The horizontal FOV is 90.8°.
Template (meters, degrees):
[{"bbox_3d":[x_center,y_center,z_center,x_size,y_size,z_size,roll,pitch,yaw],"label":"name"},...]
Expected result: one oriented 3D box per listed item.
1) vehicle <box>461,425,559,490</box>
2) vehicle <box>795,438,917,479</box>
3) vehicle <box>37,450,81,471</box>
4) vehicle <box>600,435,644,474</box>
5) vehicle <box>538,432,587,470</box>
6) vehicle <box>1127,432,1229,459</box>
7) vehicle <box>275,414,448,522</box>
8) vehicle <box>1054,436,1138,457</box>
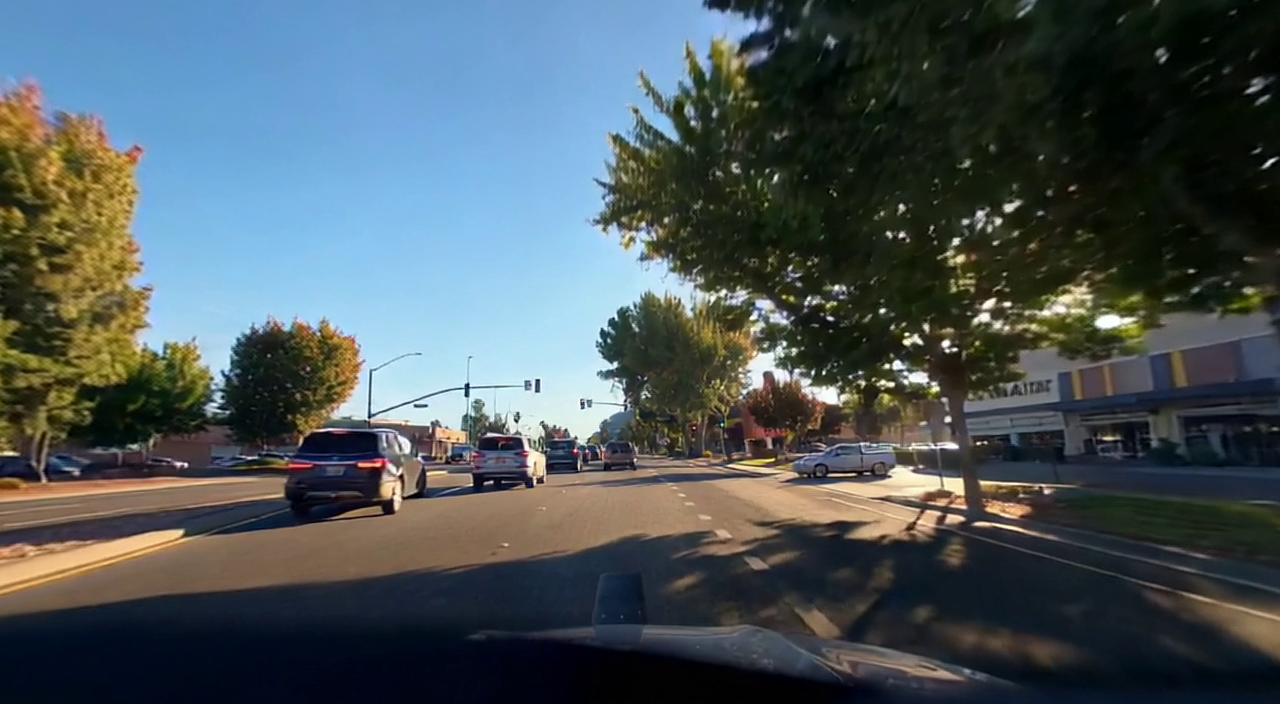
[{"bbox_3d":[-4.105,3.428,20.901,2.159,1.877,4.925,0,-8,0],"label":"vehicle"},{"bbox_3d":[9.668,4.734,28.414,4.734,1.726,2.039,2,-8,-12],"label":"vehicle"},{"bbox_3d":[-45.645,8.497,49.720,1.970,1.508,4.687,6,-10,-37],"label":"vehicle"},{"bbox_3d":[-0.894,5.083,31.717,2.061,1.809,4.141,0,-8,-1],"label":"vehicle"},{"bbox_3d":[-4.373,5.687,36.554,2.252,1.999,5.605,0,-8,-2],"label":"vehicle"},{"bbox_3d":[31.750,5.529,37.363,4.352,1.482,1.954,1,-8,-3],"label":"vehicle"},{"bbox_3d":[-5.451,2.307,13.144,2.093,1.803,4.668,1,-8,-9],"label":"vehicle"},{"bbox_3d":[31.928,6.608,44.328,4.438,1.423,1.897,0,-8,-1],"label":"vehicle"}]
